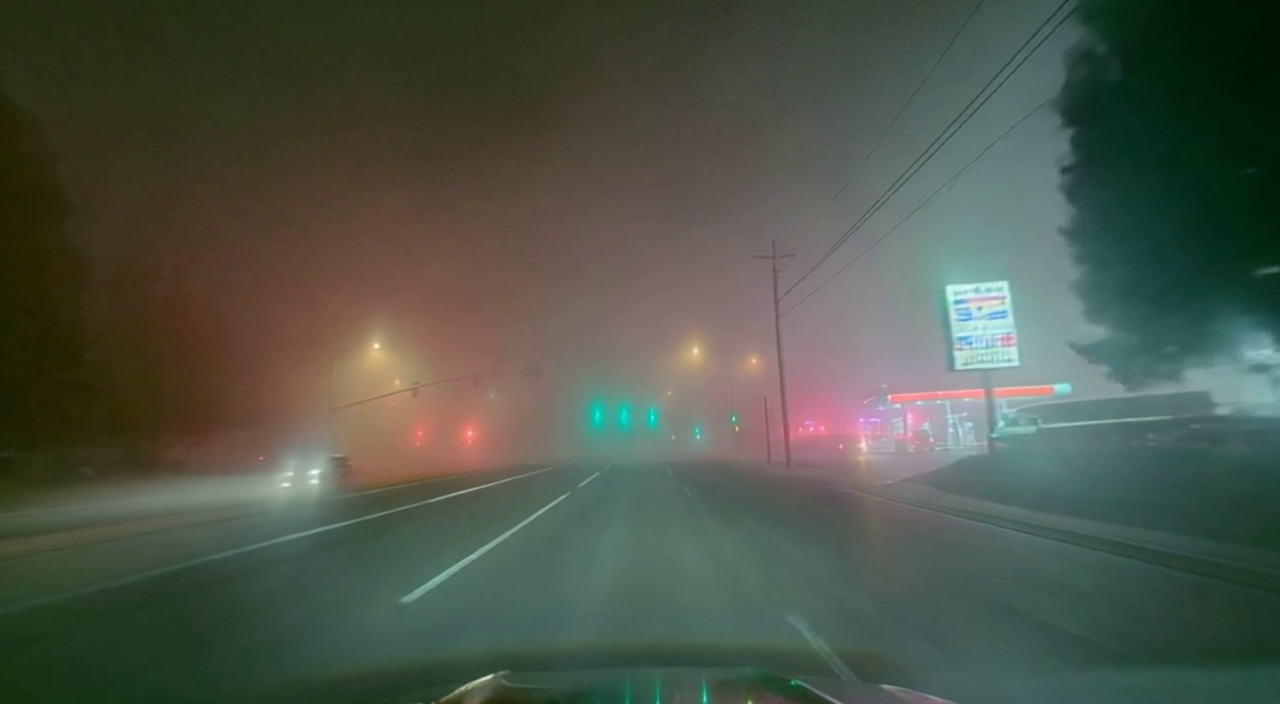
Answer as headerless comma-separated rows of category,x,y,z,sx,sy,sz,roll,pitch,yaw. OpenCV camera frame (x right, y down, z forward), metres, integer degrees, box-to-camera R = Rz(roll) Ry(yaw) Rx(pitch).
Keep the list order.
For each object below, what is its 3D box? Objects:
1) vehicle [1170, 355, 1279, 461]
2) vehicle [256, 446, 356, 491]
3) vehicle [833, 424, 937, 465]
vehicle,24.033,2.028,22.285,7.750,3.426,3.178,0,-9,-5
vehicle,-15.437,5.373,29.456,2.028,1.850,4.746,-2,-9,1
vehicle,13.621,5.179,35.279,4.821,1.788,2.132,-5,-8,1
